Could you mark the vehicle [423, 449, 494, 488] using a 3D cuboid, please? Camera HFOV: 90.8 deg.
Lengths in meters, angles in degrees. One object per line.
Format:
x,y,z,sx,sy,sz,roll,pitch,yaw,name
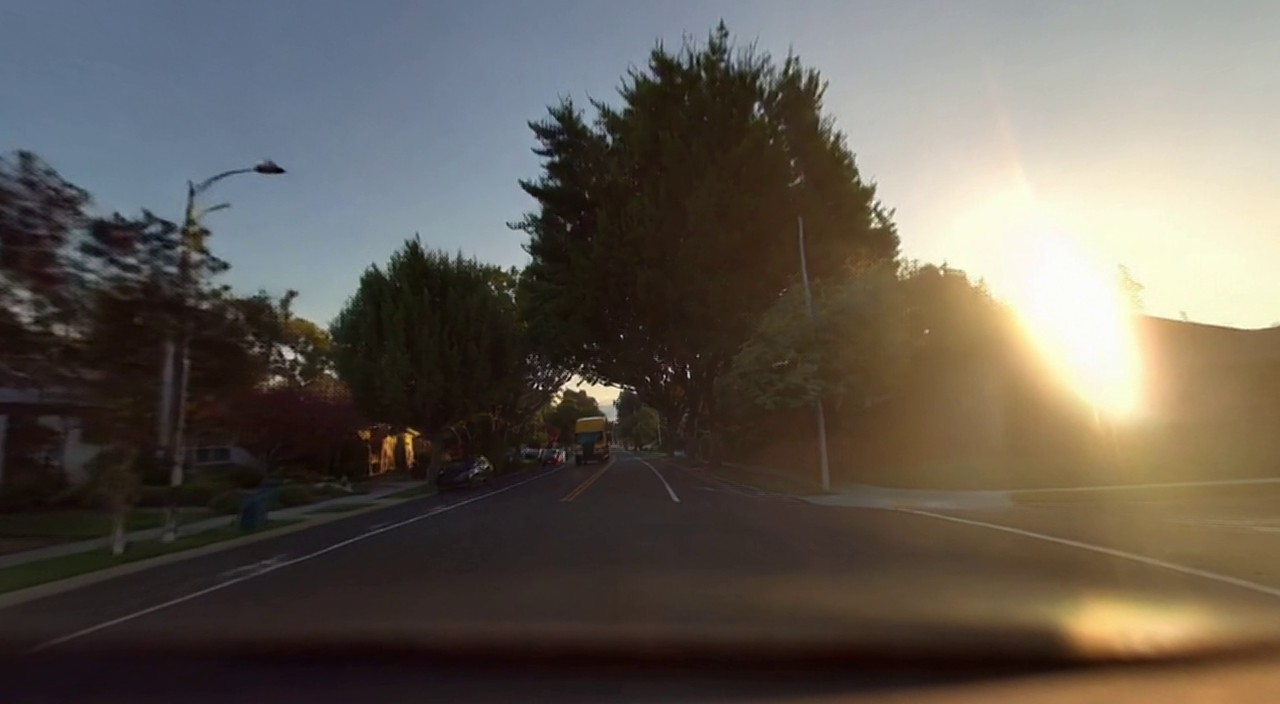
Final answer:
-8.906,5.741,31.498,2.119,1.775,4.643,0,-9,0,vehicle
